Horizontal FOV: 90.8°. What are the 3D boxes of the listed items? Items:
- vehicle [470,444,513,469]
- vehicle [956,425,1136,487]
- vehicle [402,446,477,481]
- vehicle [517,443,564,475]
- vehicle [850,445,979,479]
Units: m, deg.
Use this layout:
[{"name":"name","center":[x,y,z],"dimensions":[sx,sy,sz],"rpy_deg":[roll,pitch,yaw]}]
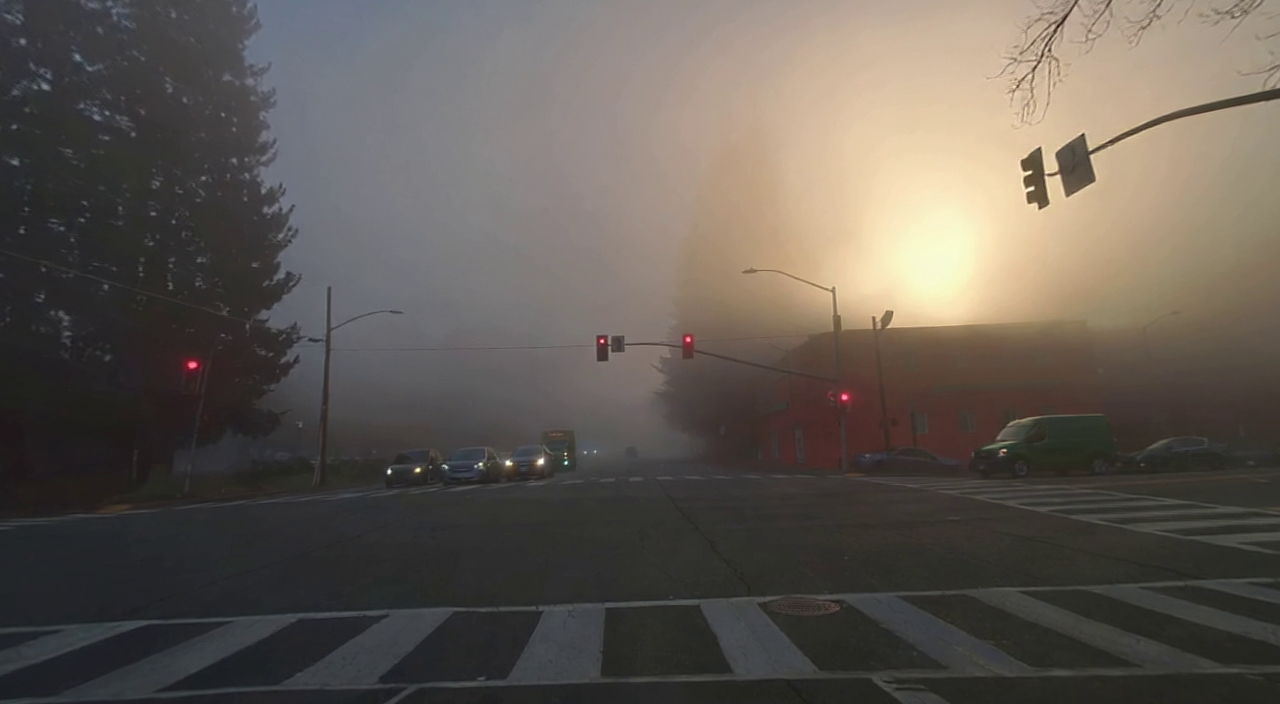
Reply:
[{"name":"vehicle","center":[-9.022,6.382,38.757],"dimensions":[1.779,1.460,4.463],"rpy_deg":[0,-9,-3]},{"name":"vehicle","center":[14.829,3.765,23.124],"dimensions":[5.910,2.046,2.228],"rpy_deg":[3,-9,-19]},{"name":"vehicle","center":[-9.010,5.026,28.794],"dimensions":[2.024,1.460,4.381],"rpy_deg":[0,-9,0]},{"name":"vehicle","center":[-4.736,5.142,30.610],"dimensions":[1.846,1.416,4.228],"rpy_deg":[0,-9,-4]},{"name":"vehicle","center":[12.101,4.881,28.135],"dimensions":[4.828,1.453,1.919],"rpy_deg":[0,-9,1]}]
